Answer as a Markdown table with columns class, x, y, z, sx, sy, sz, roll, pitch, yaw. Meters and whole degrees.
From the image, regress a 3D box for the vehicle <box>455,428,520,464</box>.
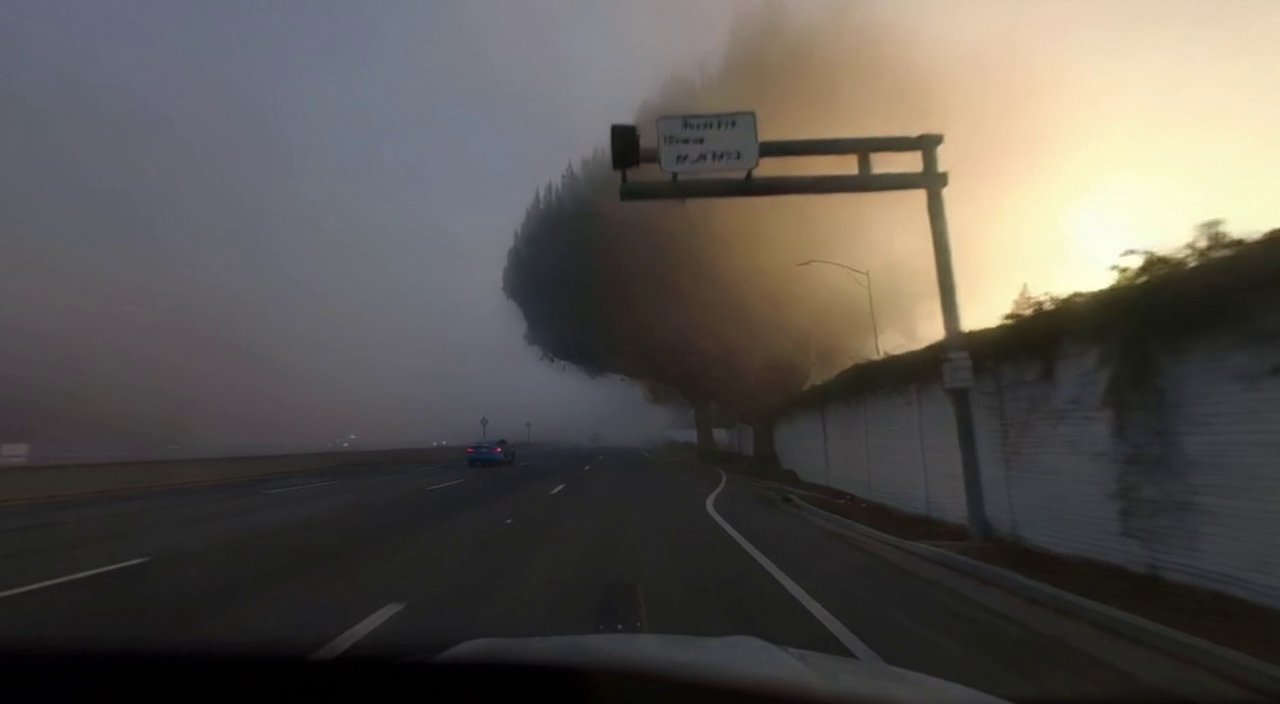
| class | x | y | z | sx | sy | sz | roll | pitch | yaw |
| --- | --- | --- | --- | --- | --- | --- | --- | --- | --- |
| vehicle | -7.698 | 4.815 | 32.371 | 2.115 | 1.711 | 4.722 | 0 | -8 | 1 |
